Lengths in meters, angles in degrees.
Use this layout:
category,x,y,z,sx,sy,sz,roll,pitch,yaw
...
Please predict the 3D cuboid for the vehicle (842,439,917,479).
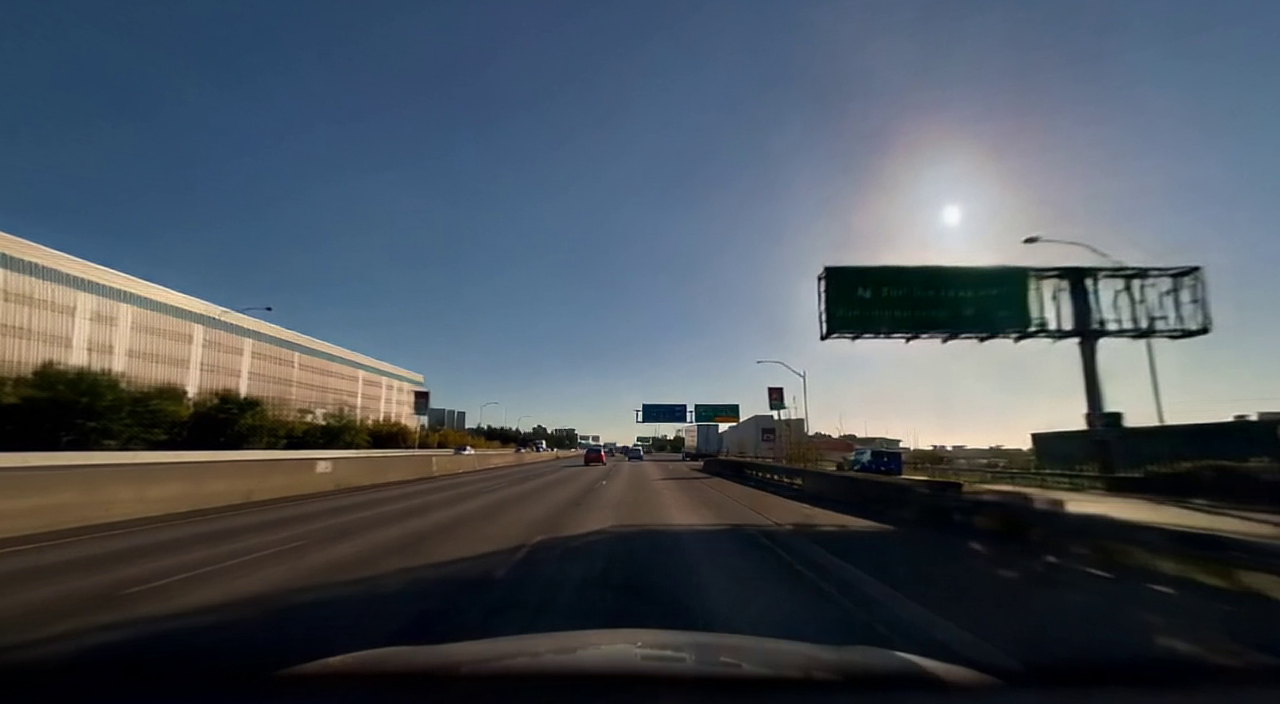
category,x,y,z,sx,sy,sz,roll,pitch,yaw
vehicle,15.058,6.775,40.116,2.411,2.326,5.300,0,-9,-3
